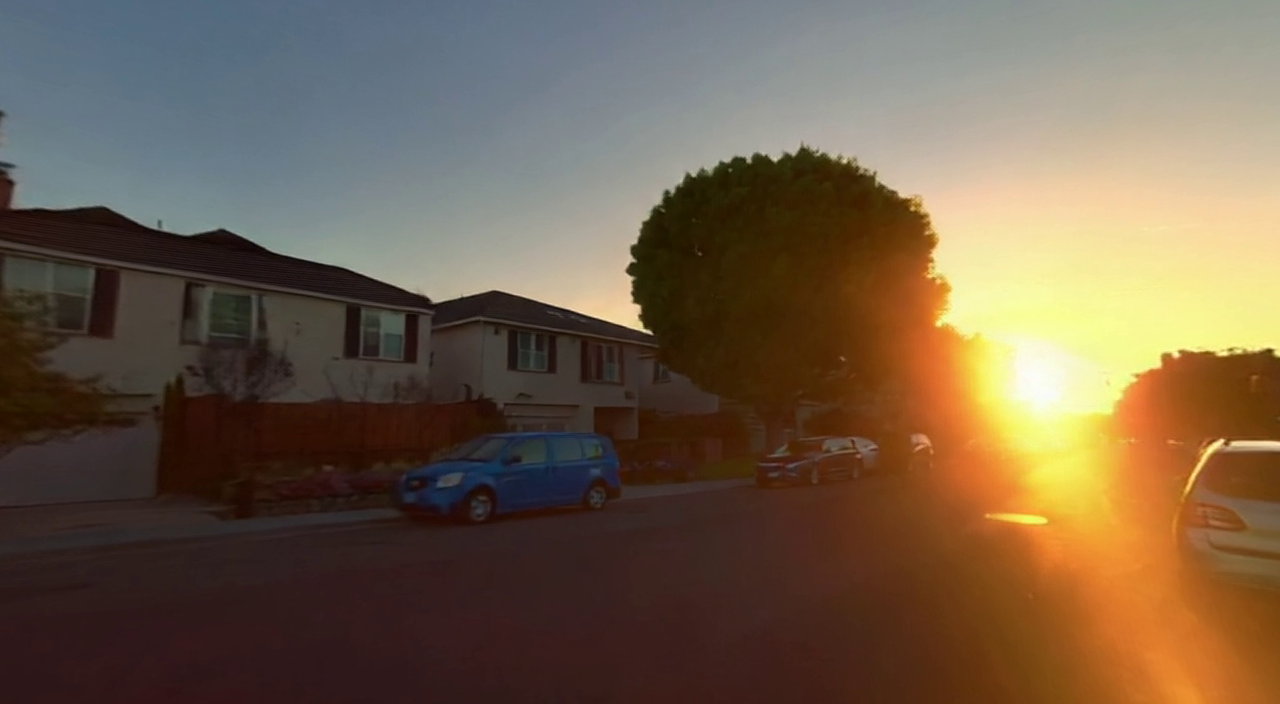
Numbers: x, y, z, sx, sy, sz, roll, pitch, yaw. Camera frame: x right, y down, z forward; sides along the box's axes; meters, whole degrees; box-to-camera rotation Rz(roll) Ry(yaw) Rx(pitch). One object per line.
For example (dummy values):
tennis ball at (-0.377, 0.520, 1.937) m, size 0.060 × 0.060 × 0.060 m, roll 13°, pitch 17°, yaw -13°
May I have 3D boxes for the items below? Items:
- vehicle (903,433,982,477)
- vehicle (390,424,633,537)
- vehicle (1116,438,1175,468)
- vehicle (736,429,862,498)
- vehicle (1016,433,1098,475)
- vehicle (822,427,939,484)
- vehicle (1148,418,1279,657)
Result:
vehicle at (12.207, 4.098, 25.315) m, size 1.734 × 1.549 × 3.465 m, roll -12°, pitch -13°, yaw 41°
vehicle at (-1.966, 1.957, 10.375) m, size 1.798 × 1.507 × 3.513 m, roll -6°, pitch -9°, yaw 41°
vehicle at (27.587, 5.478, 34.335) m, size 3.849 × 1.505 × 1.889 m, roll 7°, pitch -11°, yaw -43°
vehicle at (4.435, 2.948, 17.256) m, size 1.828 × 1.488 × 3.785 m, roll -4°, pitch -6°, yaw 40°
vehicle at (18.190, 4.382, 27.398) m, size 4.255 × 1.670 × 1.959 m, roll 7°, pitch -11°, yaw -43°
vehicle at (8.211, 3.466, 21.325) m, size 4.428 × 1.670 × 1.872 m, roll 6°, pitch -13°, yaw -45°
vehicle at (5.764, 1.370, 5.406) m, size 2.008 × 1.507 × 4.226 m, roll -6°, pitch -10°, yaw 39°
